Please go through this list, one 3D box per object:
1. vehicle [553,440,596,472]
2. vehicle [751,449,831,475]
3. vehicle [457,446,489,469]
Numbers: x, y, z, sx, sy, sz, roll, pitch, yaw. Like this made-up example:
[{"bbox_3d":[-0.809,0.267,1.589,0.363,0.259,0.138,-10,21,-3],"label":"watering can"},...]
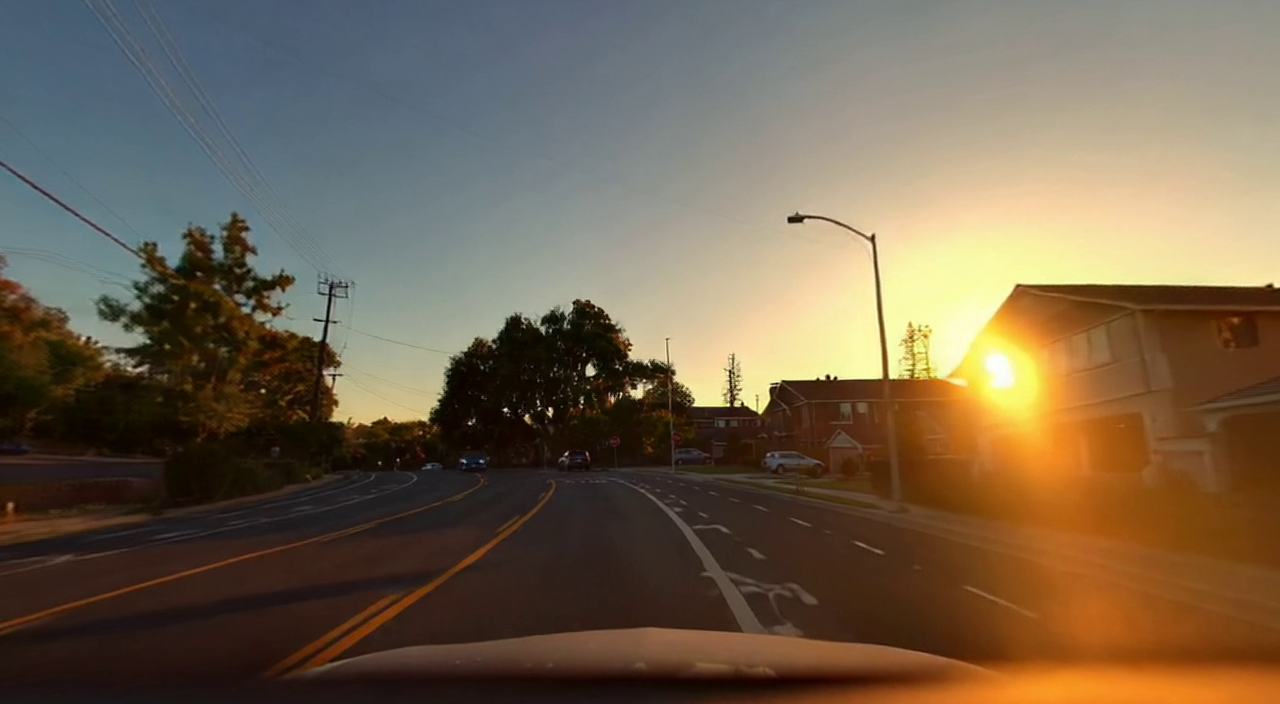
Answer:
[{"bbox_3d":[-4.334,6.708,41.066,2.284,1.741,4.702,4,-8,-11],"label":"vehicle"},{"bbox_3d":[9.370,6.795,39.220,4.383,1.508,1.884,1,-8,-10],"label":"vehicle"},{"bbox_3d":[-11.691,7.392,44.407,2.003,1.483,4.545,2,-8,-13],"label":"vehicle"}]
